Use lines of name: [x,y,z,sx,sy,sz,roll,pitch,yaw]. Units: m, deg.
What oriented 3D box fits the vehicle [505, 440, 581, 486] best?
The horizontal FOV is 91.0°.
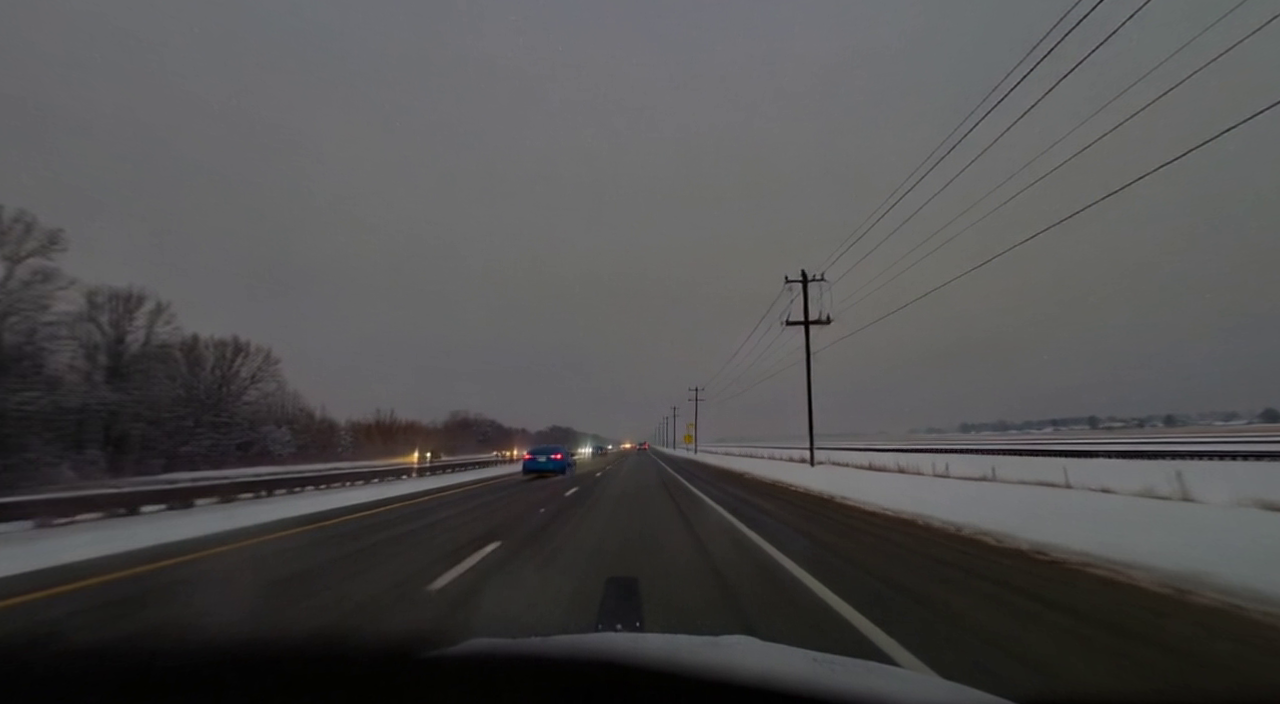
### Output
vehicle: [-3.668,4.307,24.786,2.120,1.597,4.810,0,-9,1]
